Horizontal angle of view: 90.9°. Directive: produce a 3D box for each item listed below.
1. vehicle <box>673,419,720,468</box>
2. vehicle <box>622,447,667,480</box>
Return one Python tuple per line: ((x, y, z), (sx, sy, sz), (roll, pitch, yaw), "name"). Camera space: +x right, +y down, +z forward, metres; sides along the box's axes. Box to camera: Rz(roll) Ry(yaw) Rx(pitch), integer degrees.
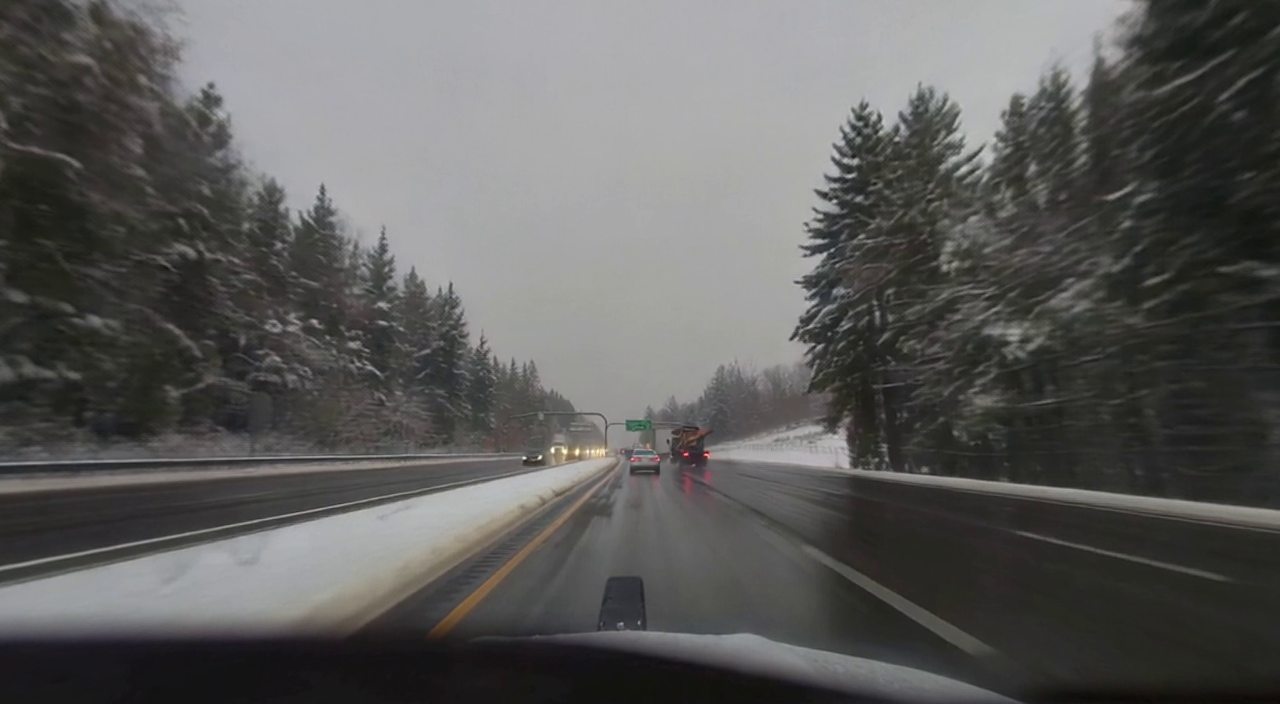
((4.066, 6.828, 46.909), (2.600, 3.282, 7.635), (0, -9, -1), "vehicle")
((0.195, 5.428, 30.941), (2.069, 1.523, 4.012), (0, -9, 0), "vehicle")
